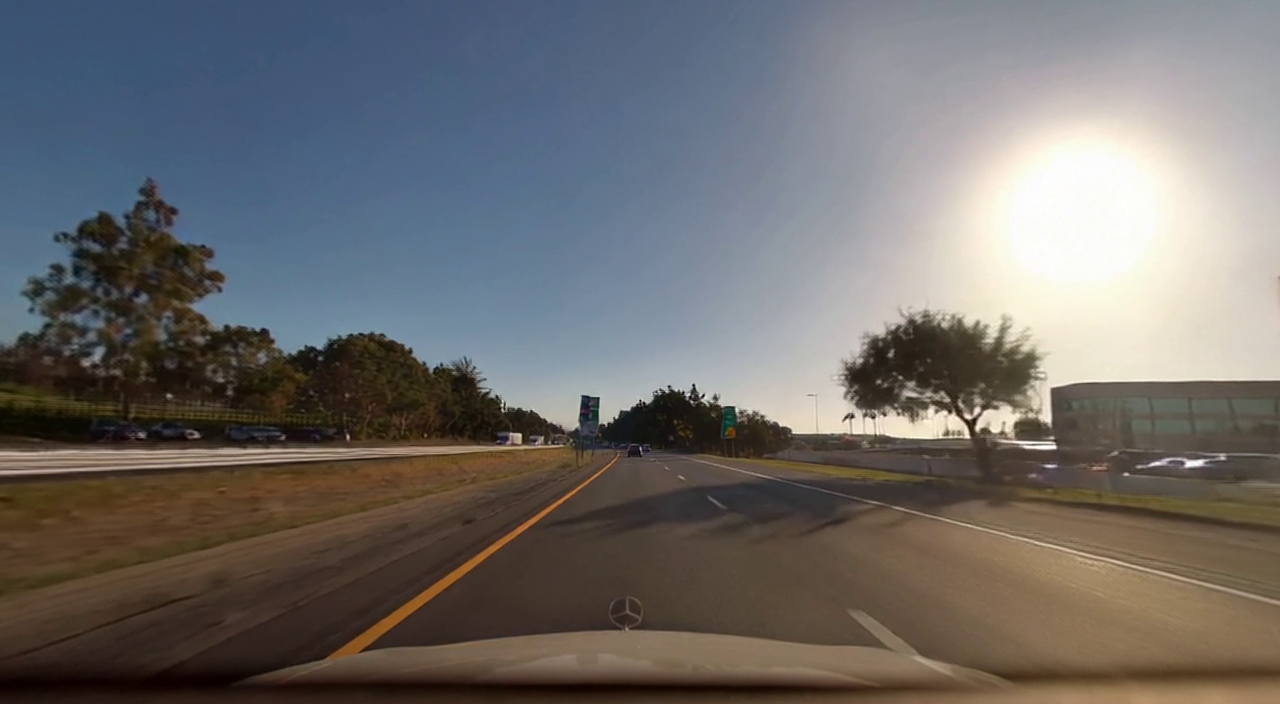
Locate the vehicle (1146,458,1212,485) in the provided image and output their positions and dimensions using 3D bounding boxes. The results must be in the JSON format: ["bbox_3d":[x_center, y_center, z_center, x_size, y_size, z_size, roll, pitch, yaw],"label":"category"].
[{"bbox_3d":[42.571,9.359,49.753,5.779,1.930,2.211,5,-10,-32],"label":"vehicle"}]

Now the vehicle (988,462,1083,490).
[{"bbox_3d":[28.902,9.051,46.398,5.647,1.831,2.255,-5,-10,28],"label":"vehicle"}]
